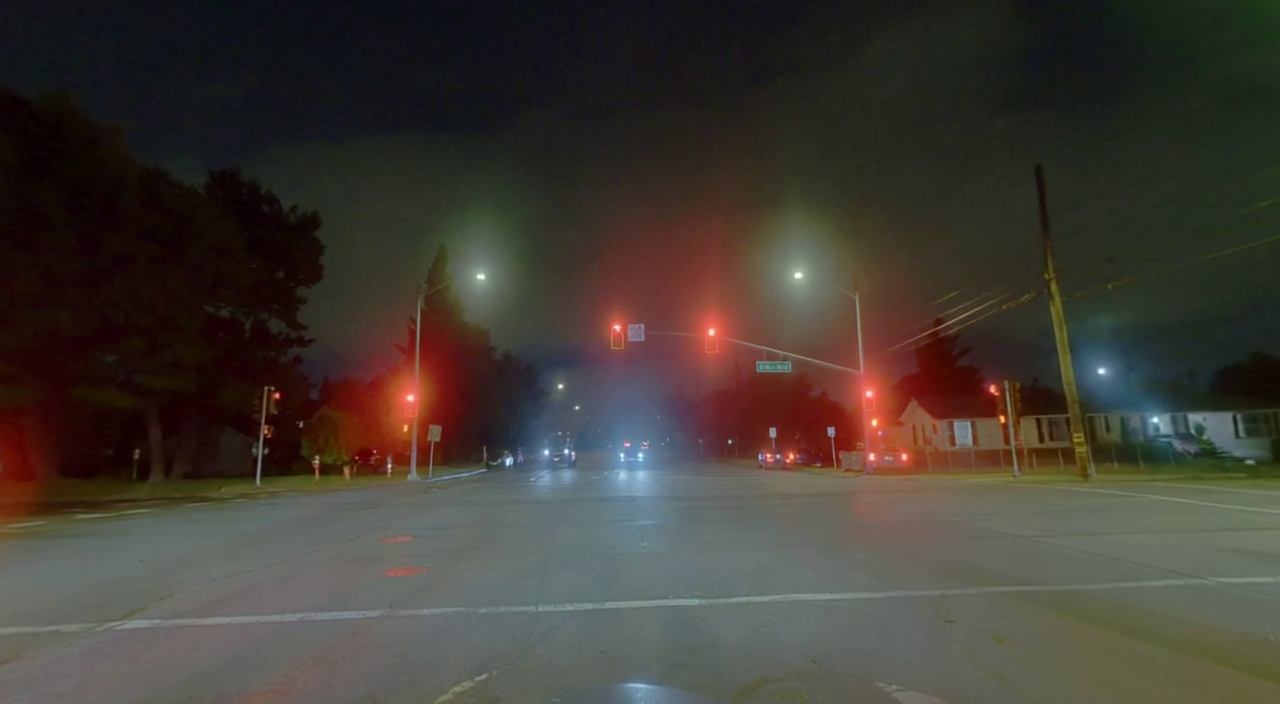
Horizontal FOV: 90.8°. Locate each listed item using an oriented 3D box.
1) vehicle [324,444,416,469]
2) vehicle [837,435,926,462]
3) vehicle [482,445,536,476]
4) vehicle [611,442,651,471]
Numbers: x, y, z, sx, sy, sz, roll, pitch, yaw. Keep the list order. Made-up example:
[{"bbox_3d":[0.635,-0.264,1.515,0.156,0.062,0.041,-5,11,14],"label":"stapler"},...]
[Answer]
[{"bbox_3d":[-16.405,6.368,38.597,4.713,1.409,1.918,0,-8,-2],"label":"vehicle"},{"bbox_3d":[15.371,6.176,40.324,4.892,1.656,1.856,0,-8,0],"label":"vehicle"},{"bbox_3d":[-6.621,5.522,32.402,1.881,1.452,4.121,0,-8,0],"label":"vehicle"},{"bbox_3d":[-0.479,5.833,35.491,2.105,1.457,4.173,0,-8,-1],"label":"vehicle"}]
